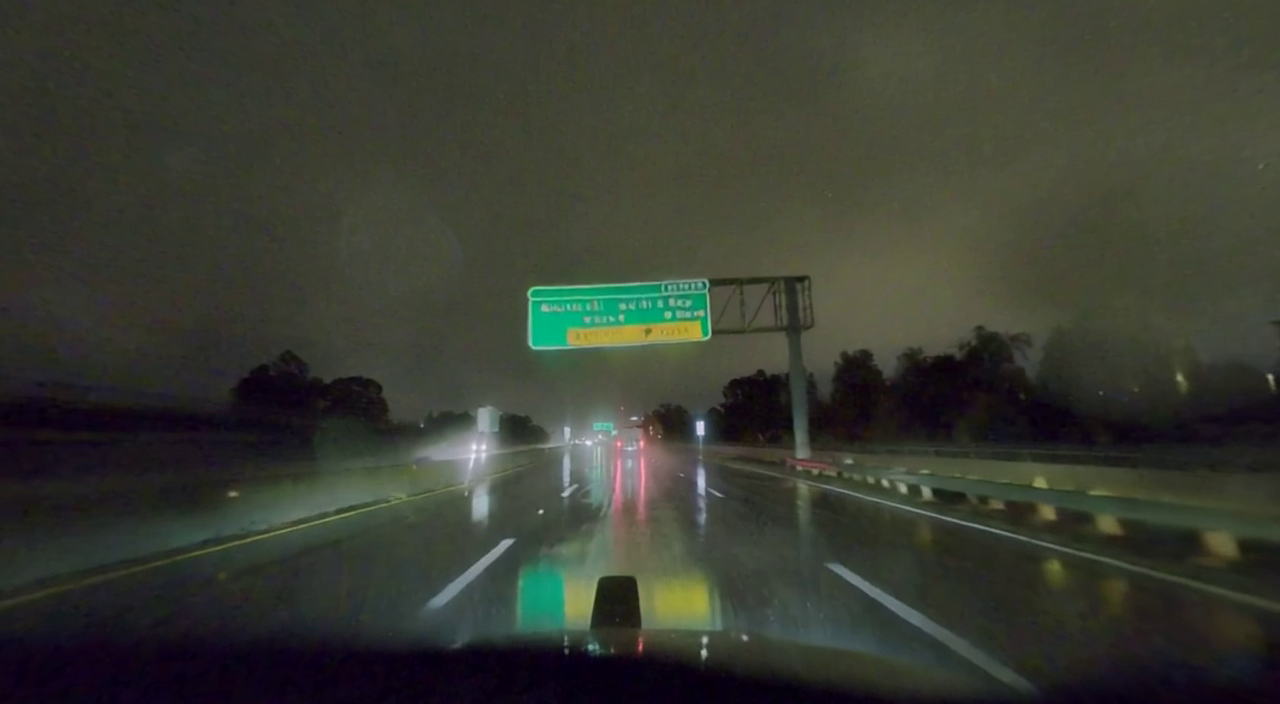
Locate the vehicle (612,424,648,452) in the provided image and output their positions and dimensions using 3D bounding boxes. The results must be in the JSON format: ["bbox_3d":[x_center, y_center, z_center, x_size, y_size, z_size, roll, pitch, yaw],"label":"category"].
[{"bbox_3d":[-0.706,5.506,40.076,2.157,1.647,4.524,0,-8,-2],"label":"vehicle"}]
